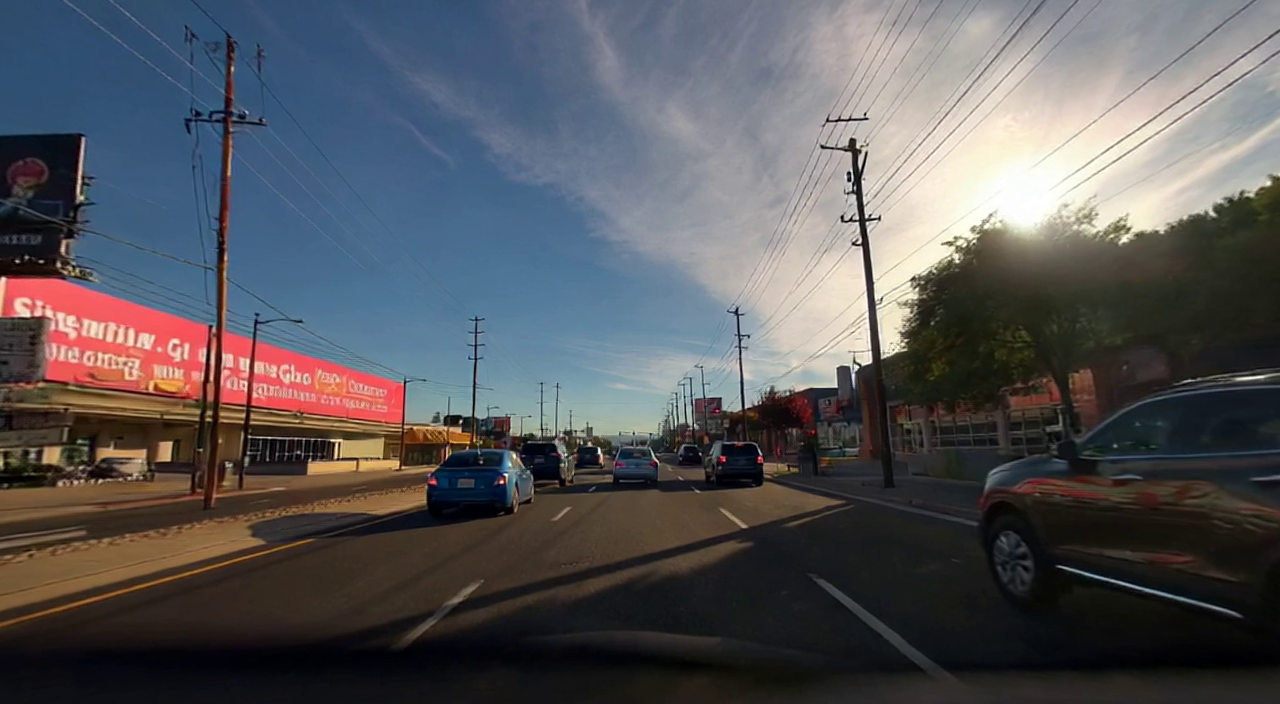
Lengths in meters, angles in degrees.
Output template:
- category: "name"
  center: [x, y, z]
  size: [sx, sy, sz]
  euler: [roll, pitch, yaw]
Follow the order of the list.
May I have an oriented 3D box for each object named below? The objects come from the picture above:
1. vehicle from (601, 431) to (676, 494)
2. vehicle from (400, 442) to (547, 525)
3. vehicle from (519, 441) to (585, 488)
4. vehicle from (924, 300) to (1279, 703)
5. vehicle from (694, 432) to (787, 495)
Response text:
- category: "vehicle"
  center: [-0.070, 3.758, 21.875]
  size: [2.326, 1.925, 4.253]
  euler: [0, -8, 0]
- category: "vehicle"
  center: [-3.406, 2.768, 13.960]
  size: [2.022, 1.498, 4.471]
  euler: [0, -8, 0]
- category: "vehicle"
  center: [-3.297, 4.305, 24.518]
  size: [2.051, 1.671, 3.861]
  euler: [0, -8, -1]
- category: "vehicle"
  center: [3.880, 0.844, 3.335]
  size: [2.292, 1.935, 5.112]
  euler: [0, -8, -1]
- category: "vehicle"
  center: [3.275, 3.767, 21.758]
  size: [2.282, 1.897, 4.915]
  euler: [0, -8, -1]
